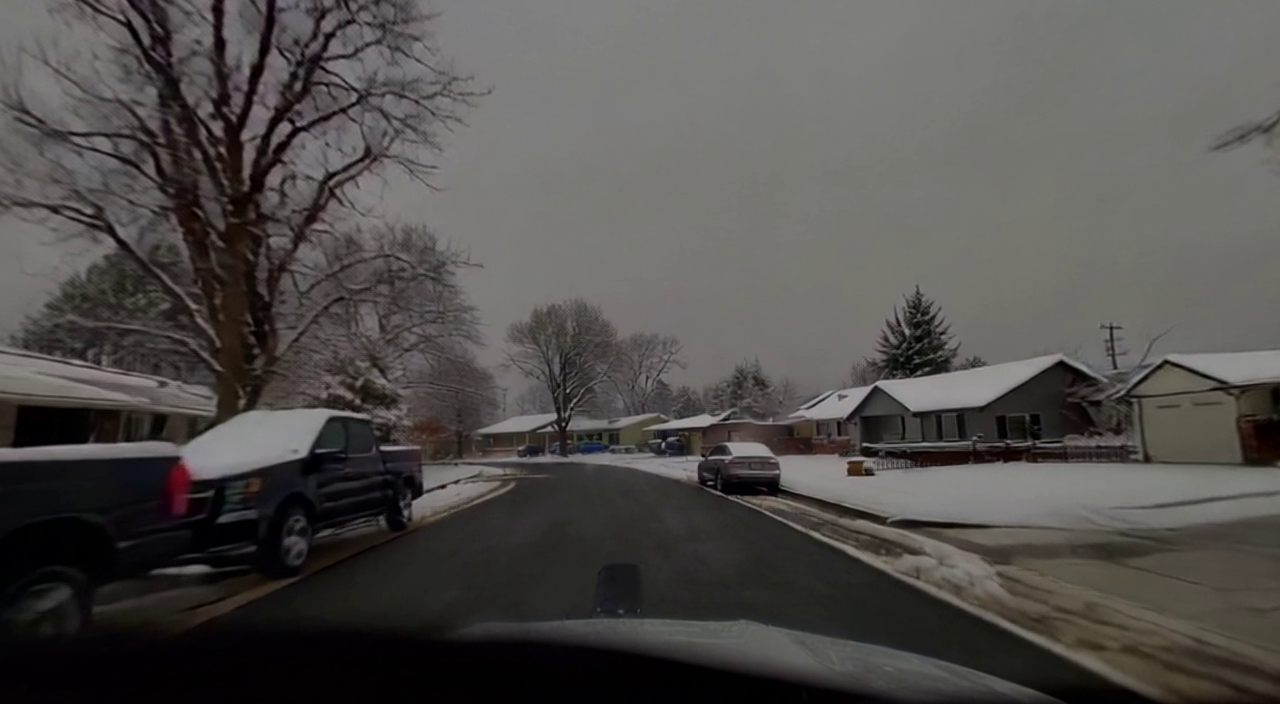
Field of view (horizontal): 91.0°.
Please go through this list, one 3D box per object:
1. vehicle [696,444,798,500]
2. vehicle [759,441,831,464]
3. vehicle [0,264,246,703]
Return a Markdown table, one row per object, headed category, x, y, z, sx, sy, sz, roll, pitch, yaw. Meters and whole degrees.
| category | x | y | z | sx | sy | sz | roll | pitch | yaw |
| --- | --- | --- | --- | --- | --- | --- | --- | --- | --- |
| vehicle | 3.109 | 3.612 | 19.464 | 1.998 | 1.489 | 4.722 | 1 | -9 | -4 |
| vehicle | 10.274 | 6.653 | 41.685 | 4.252 | 1.429 | 1.907 | 3 | -9 | -22 |
| vehicle | -4.473 | 0.502 | 1.721 | 2.632 | 2.249 | 6.179 | 0 | -9 | 2 |
